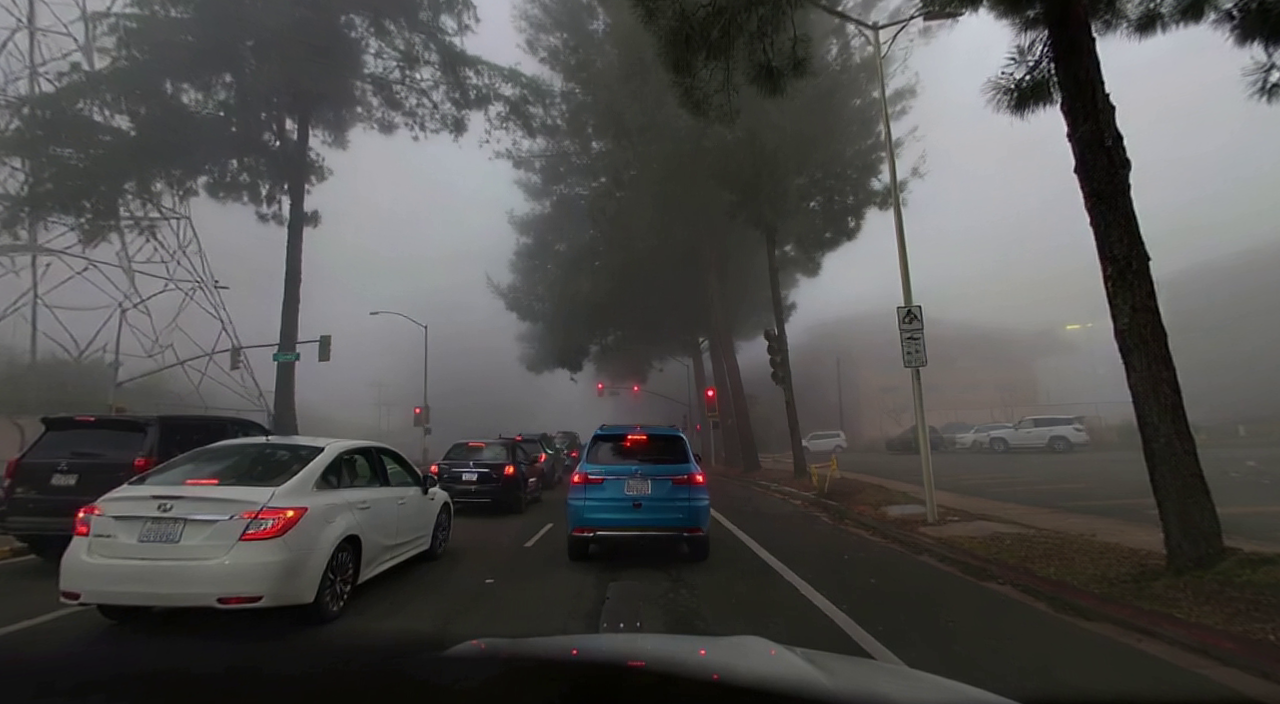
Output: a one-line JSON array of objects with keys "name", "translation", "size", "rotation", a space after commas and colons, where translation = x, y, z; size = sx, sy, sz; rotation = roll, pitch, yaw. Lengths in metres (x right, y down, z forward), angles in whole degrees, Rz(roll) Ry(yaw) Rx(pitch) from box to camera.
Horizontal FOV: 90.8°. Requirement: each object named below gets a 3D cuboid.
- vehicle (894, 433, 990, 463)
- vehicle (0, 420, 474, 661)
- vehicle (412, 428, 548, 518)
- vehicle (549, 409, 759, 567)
[{"name": "vehicle", "translation": [15.089, 4.808, 31.707], "size": [3.858, 1.437, 1.899], "rotation": [0, -8, -4]}, {"name": "vehicle", "translation": [-3.172, 1.496, 6.202], "size": [1.973, 1.469, 4.448], "rotation": [0, -8, -1]}, {"name": "vehicle", "translation": [-3.255, 2.525, 13.672], "size": [1.997, 1.636, 3.760], "rotation": [0, -8, -1]}, {"name": "vehicle", "translation": [0.084, 1.764, 8.939], "size": [2.239, 1.661, 4.224], "rotation": [0, -8, -2]}]
